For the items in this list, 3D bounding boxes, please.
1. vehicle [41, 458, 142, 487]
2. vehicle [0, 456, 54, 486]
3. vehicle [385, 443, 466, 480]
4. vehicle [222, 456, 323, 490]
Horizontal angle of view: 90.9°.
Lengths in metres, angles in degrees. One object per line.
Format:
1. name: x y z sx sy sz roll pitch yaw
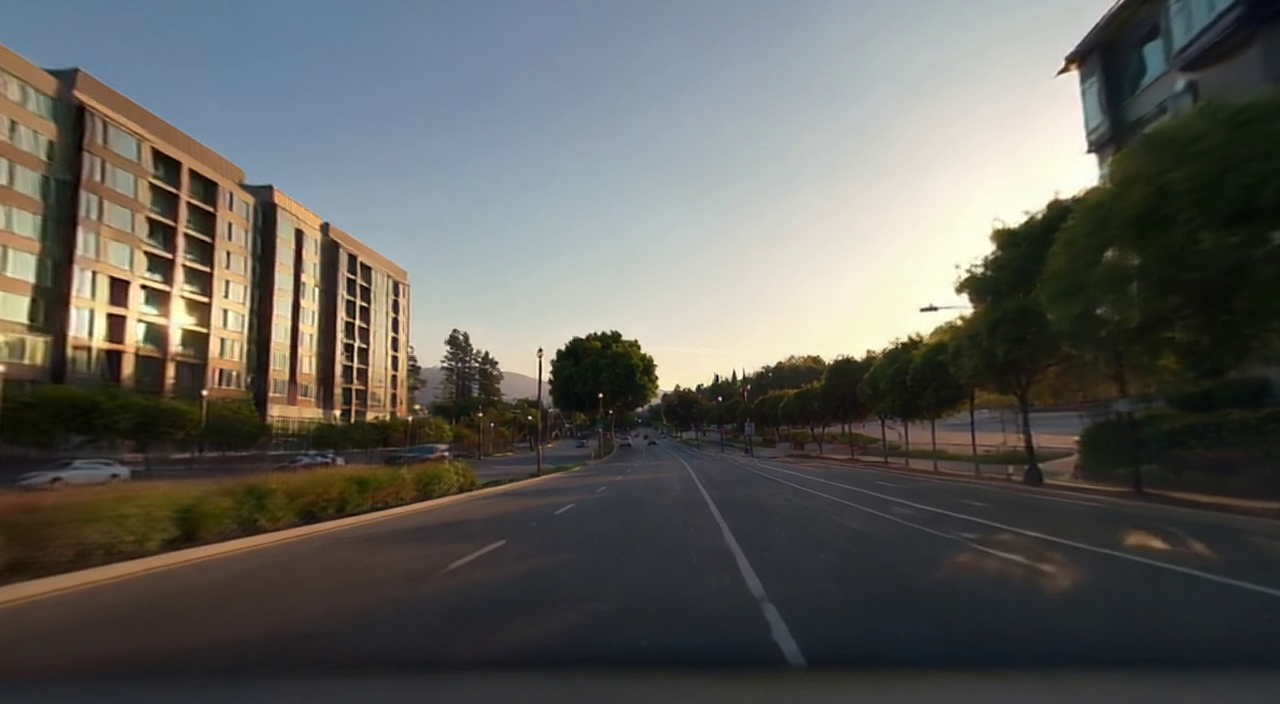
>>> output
1. vehicle: -34.480 7.579 39.691 4.463 1.688 2.078 0 -8 2
2. vehicle: -40.537 7.551 40.036 4.668 1.773 1.928 0 -8 2
3. vehicle: -12.513 6.407 37.282 2.237 1.957 5.836 -1 -8 6
4. vehicle: -18.195 5.979 31.493 1.918 1.498 4.741 -1 -8 4
